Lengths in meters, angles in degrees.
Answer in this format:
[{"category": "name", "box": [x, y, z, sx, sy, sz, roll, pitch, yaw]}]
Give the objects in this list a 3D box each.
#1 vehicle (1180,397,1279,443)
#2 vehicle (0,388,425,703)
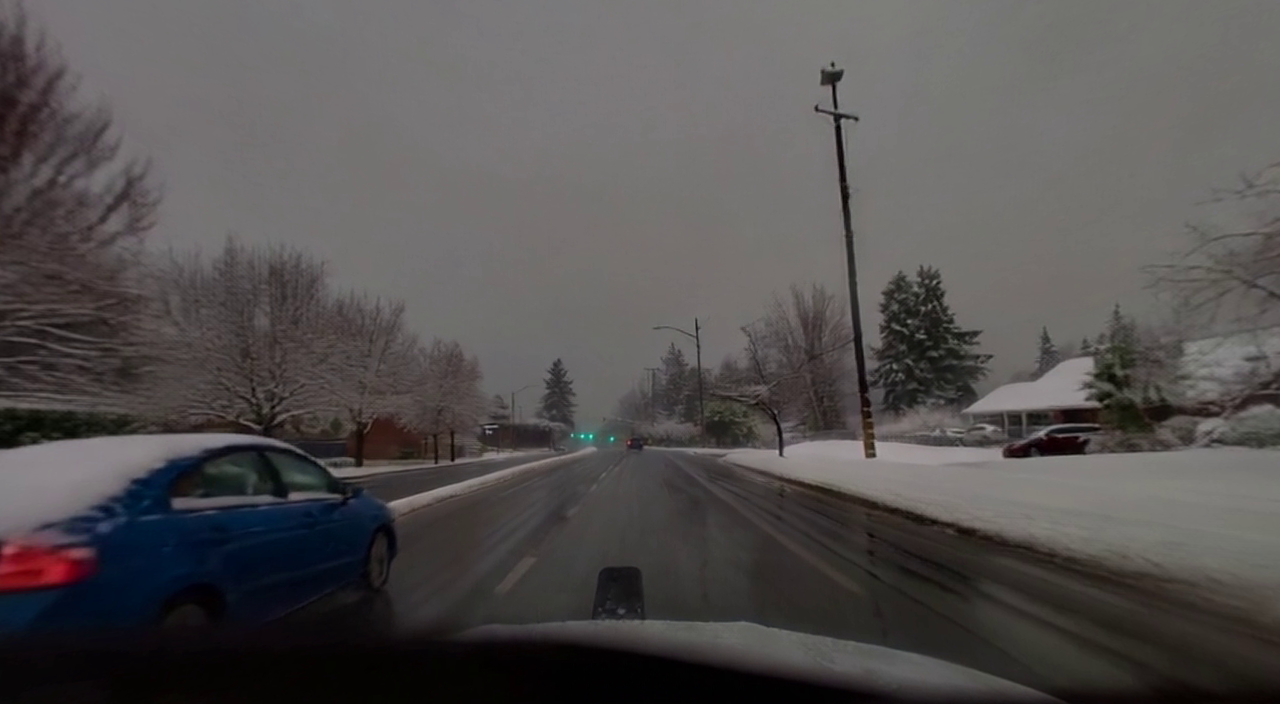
[{"category": "vehicle", "box": [29.075, 3.358, 30.608, 2.019, 1.960, 4.772, -1, -9, 8]}, {"category": "vehicle", "box": [-3.151, 1.165, 4.026, 2.113, 1.493, 4.222, 0, -8, -1]}]
